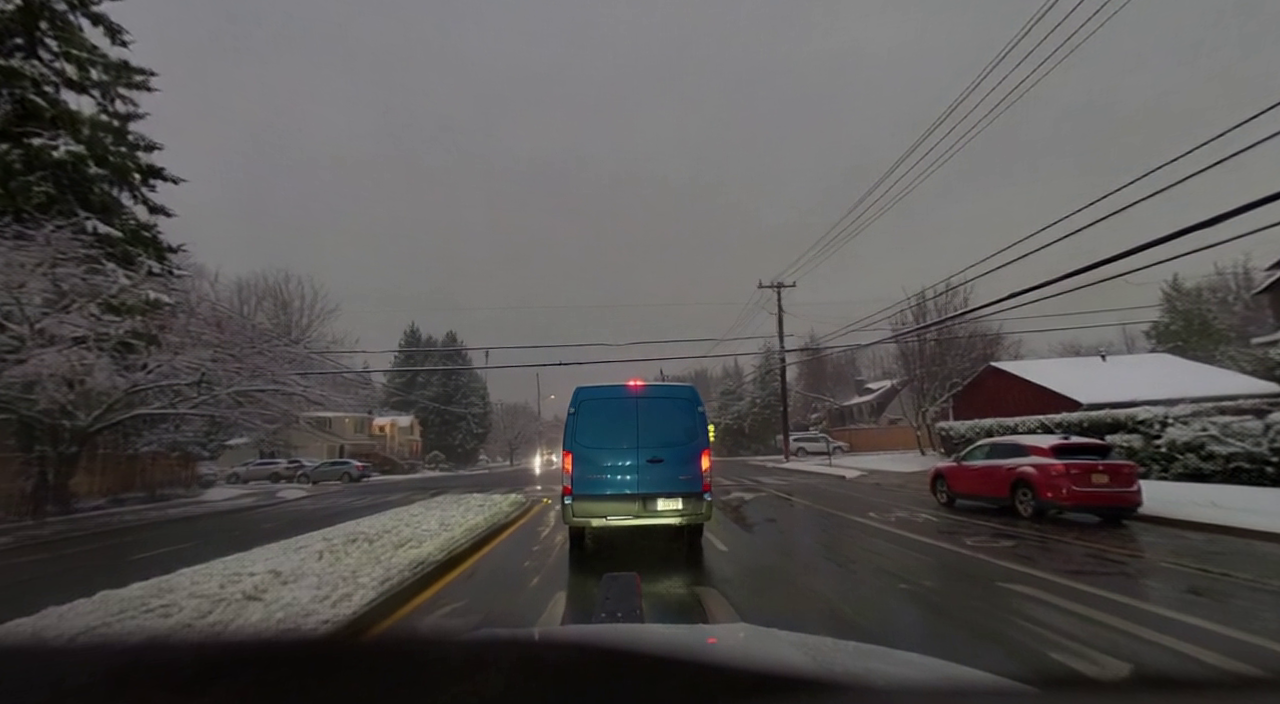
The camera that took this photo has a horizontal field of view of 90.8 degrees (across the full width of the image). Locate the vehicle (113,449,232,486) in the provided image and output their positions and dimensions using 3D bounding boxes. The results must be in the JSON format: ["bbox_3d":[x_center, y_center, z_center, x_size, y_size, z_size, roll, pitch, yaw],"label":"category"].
[{"bbox_3d":[-26.855,6.624,36.449,5.026,2.017,2.215,0,-9,-1],"label":"vehicle"}]

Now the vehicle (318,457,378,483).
[{"bbox_3d":[-18.342,7.433,39.903,1.816,1.445,4.120,0,-9,1],"label":"vehicle"}]

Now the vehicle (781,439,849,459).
[{"bbox_3d":[12.996,7.221,47.010,4.483,1.463,1.805,0,-9,0],"label":"vehicle"}]

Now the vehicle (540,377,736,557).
[{"bbox_3d":[-0.166,1.734,10.079,2.342,2.142,4.809,0,-9,-4],"label":"vehicle"}]

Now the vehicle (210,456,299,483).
[{"bbox_3d":[-27.295,8.344,44.851,4.972,1.776,2.057,0,-9,-1],"label":"vehicle"}]

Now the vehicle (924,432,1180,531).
[{"bbox_3d":[7.358,2.327,11.953,1.883,1.504,4.220,0,-9,-2],"label":"vehicle"}]

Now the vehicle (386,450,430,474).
[{"bbox_3d":[-17.919,8.477,48.960,1.841,1.769,4.105,0,-9,0],"label":"vehicle"}]
